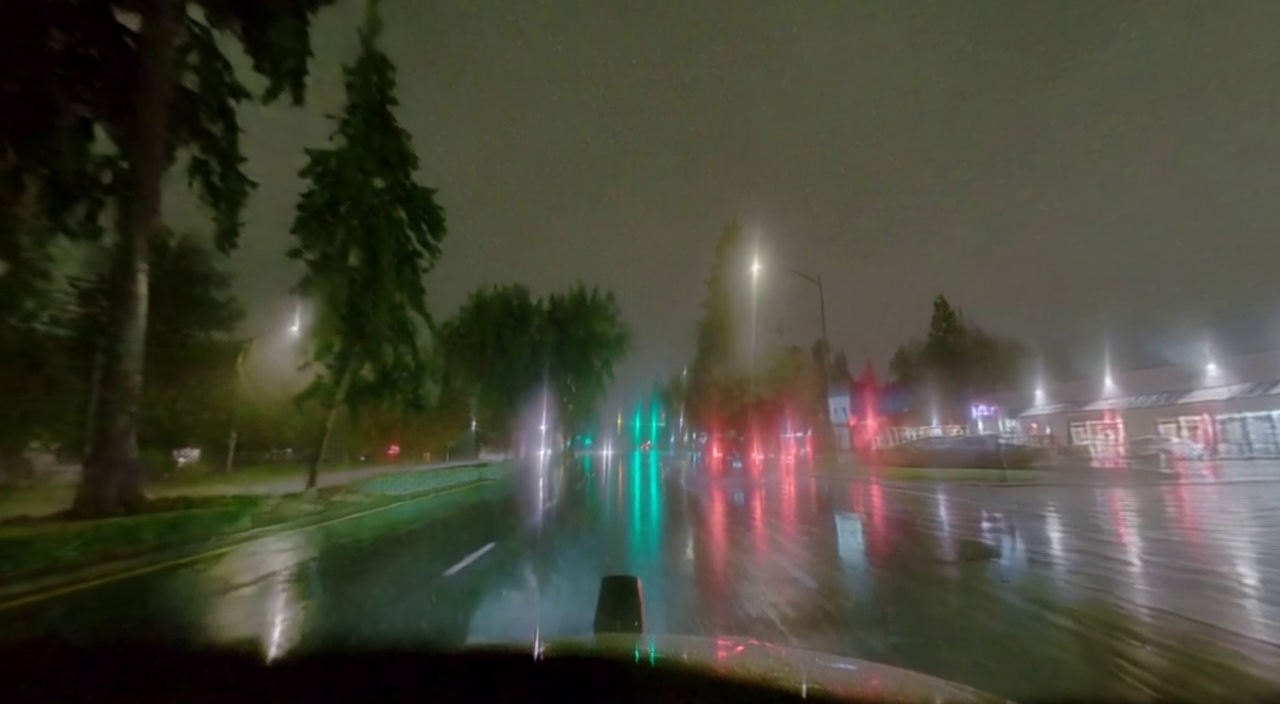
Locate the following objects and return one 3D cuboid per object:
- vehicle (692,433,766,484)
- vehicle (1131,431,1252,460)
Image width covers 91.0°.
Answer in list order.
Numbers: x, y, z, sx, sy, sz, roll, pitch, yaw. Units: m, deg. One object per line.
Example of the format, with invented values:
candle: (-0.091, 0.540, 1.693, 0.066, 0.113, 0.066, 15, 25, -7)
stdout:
vehicle: (3.243, 4.006, 23.957, 2.083, 1.743, 4.354, 0, -8, -1)
vehicle: (28.151, 4.791, 32.309, 4.089, 1.389, 2.050, -2, -8, 17)
